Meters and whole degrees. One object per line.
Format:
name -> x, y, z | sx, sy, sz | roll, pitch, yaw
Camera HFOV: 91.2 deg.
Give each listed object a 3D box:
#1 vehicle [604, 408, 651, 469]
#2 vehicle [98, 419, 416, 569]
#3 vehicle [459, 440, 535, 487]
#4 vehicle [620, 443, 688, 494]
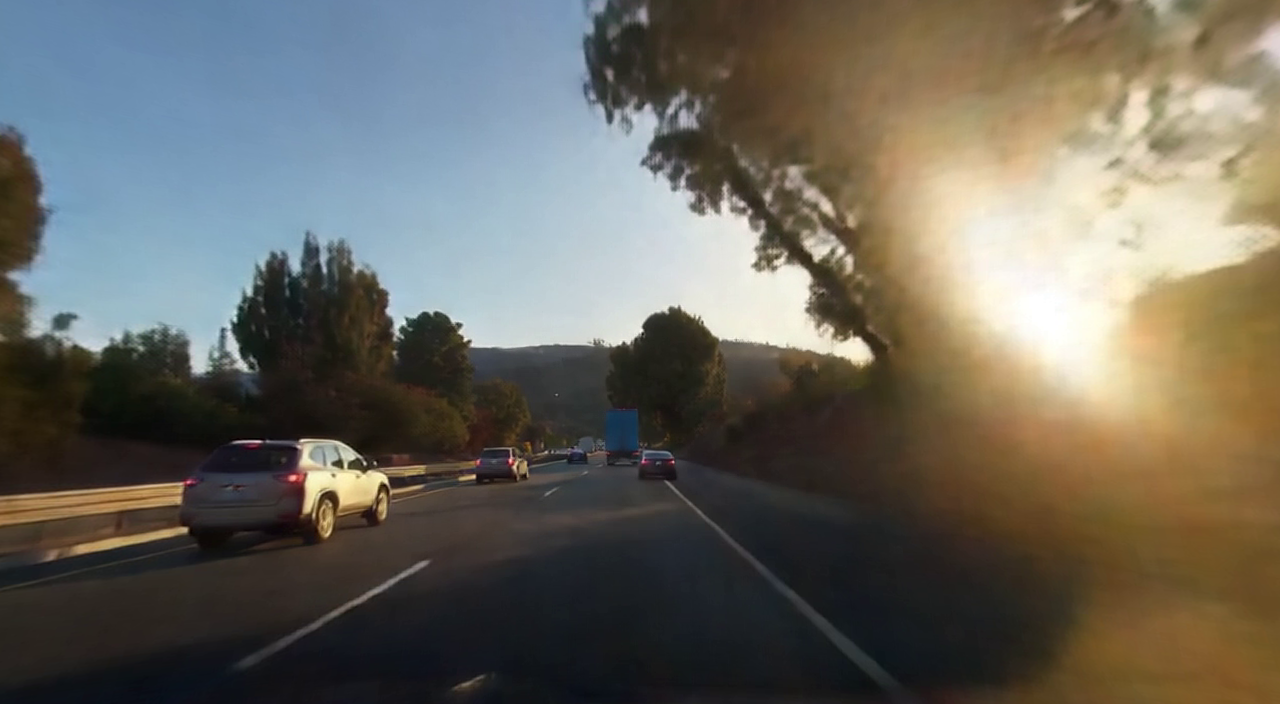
vehicle -> -1.017, 6.600, 47.217 | 3.113, 4.066, 10.786 | 0, -9, -2
vehicle -> -5.101, 1.933, 9.239 | 2.100, 1.671, 4.105 | 0, -9, -1
vehicle -> -5.425, 4.276, 24.333 | 2.035, 1.664, 4.064 | 0, -9, -1
vehicle -> 0.398, 3.791, 20.712 | 2.026, 1.489, 4.045 | 0, -9, 0
